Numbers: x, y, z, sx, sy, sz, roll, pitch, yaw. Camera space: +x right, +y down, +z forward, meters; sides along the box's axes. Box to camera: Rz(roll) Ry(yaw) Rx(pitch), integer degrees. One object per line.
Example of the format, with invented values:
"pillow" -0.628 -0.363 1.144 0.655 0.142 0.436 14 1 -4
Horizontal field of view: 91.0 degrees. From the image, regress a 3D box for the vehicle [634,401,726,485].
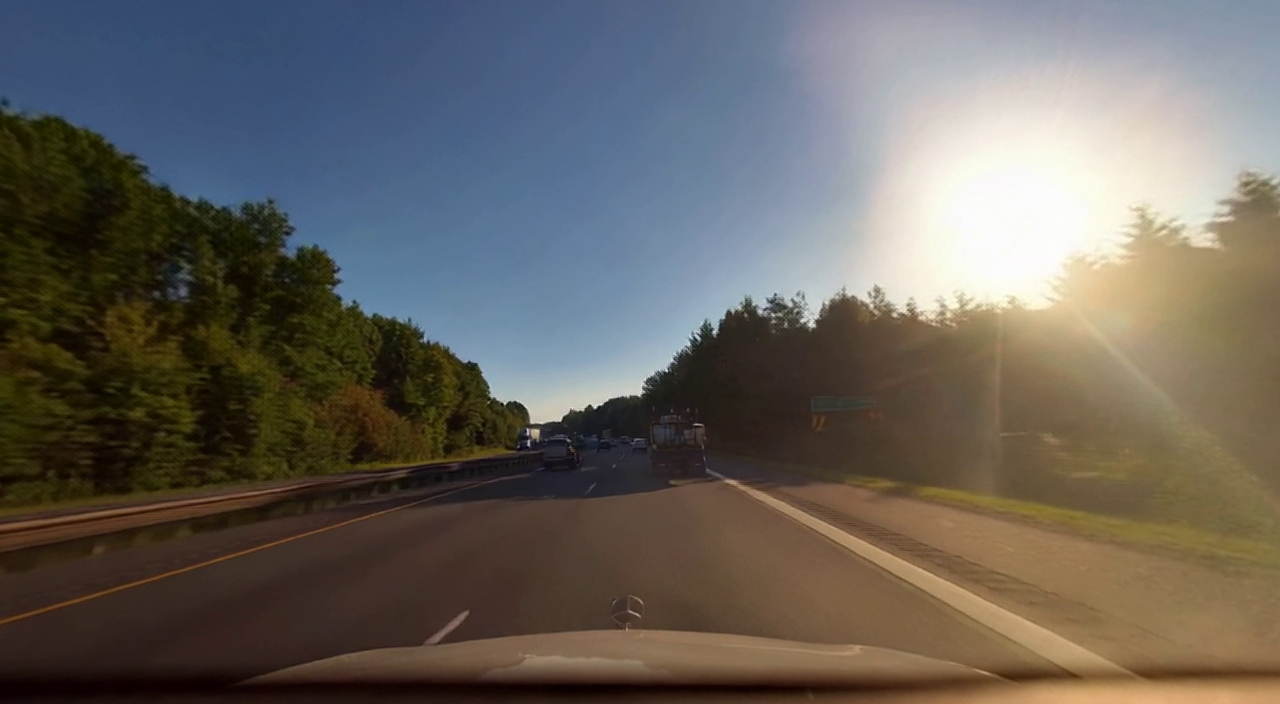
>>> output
"vehicle" 1.130 3.101 21.566 2.677 2.439 6.402 0 -8 0
